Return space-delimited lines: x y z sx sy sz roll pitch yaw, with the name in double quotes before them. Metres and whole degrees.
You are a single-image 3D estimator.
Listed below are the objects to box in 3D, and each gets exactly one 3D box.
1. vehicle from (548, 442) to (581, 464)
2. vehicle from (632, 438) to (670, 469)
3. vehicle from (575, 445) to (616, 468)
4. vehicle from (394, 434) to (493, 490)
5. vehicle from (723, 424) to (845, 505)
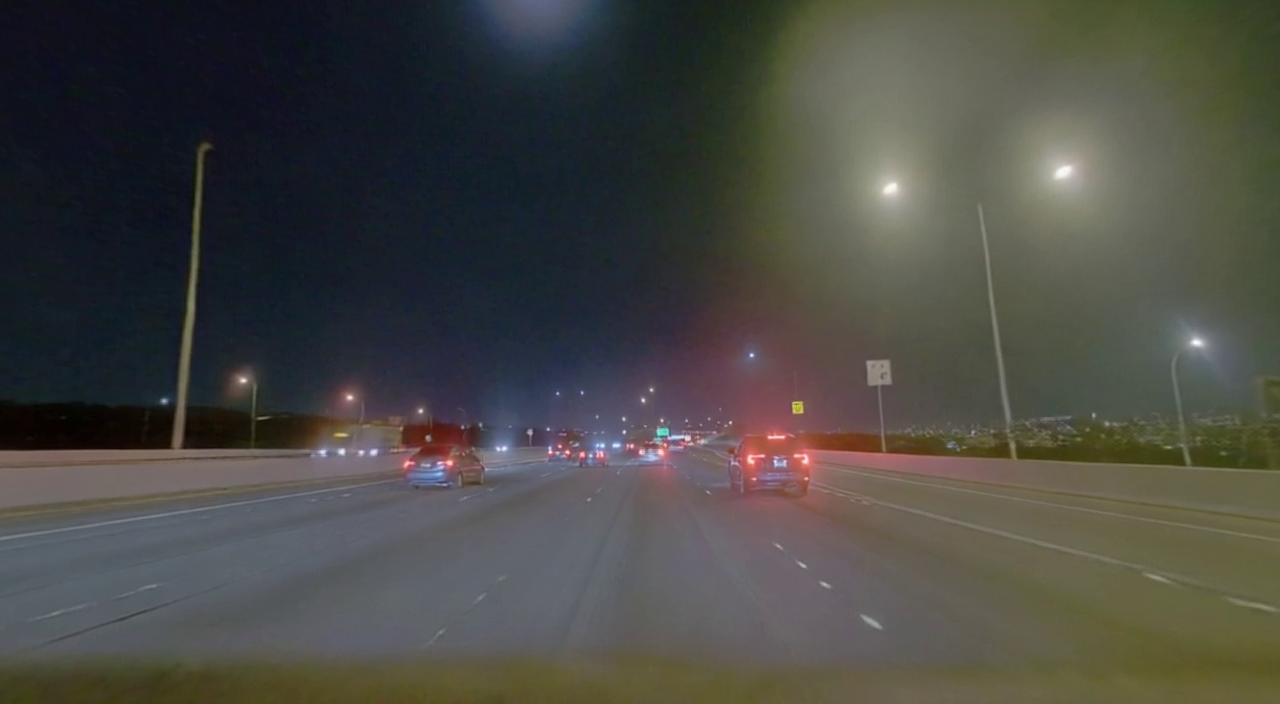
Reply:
"vehicle" -5.853 7.905 49.385 1.992 1.604 3.966 0 -8 1
"vehicle" 0.668 6.048 37.759 2.133 1.739 3.925 0 -8 2
"vehicle" -2.767 6.701 40.585 2.205 1.406 4.286 0 -8 2
"vehicle" -6.463 3.634 21.240 1.946 1.688 4.019 0 -8 1
"vehicle" 3.574 2.894 16.684 2.083 1.823 4.627 0 -8 -1
